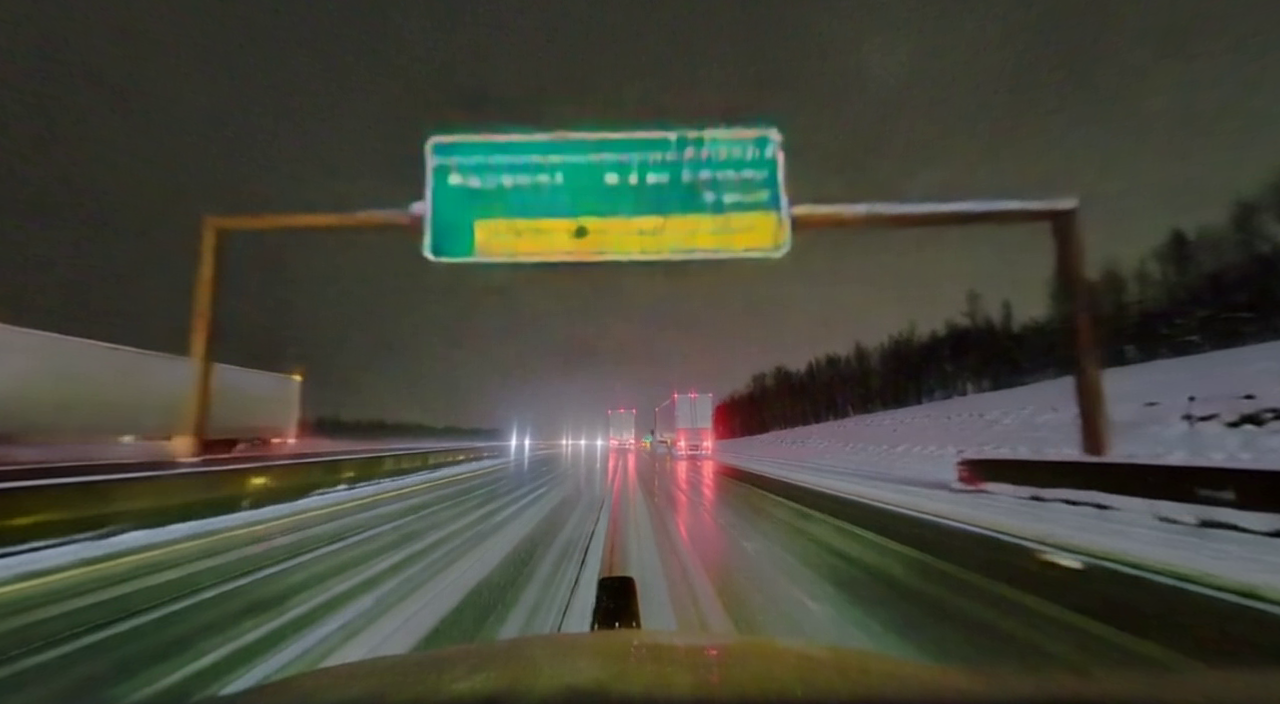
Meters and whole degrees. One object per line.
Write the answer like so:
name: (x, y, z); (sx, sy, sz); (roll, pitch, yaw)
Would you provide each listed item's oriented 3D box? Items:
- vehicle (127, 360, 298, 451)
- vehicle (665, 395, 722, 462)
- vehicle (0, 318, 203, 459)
vehicle: (-20.789, 2.866, 31.483); (2.835, 3.939, 8.023); (0, -8, 0)
vehicle: (3.379, 5.145, 42.037); (2.873, 3.998, 8.286); (0, -8, -1)
vehicle: (-20.665, 1.537, 22.003); (2.958, 4.181, 10.954); (0, -8, -1)
